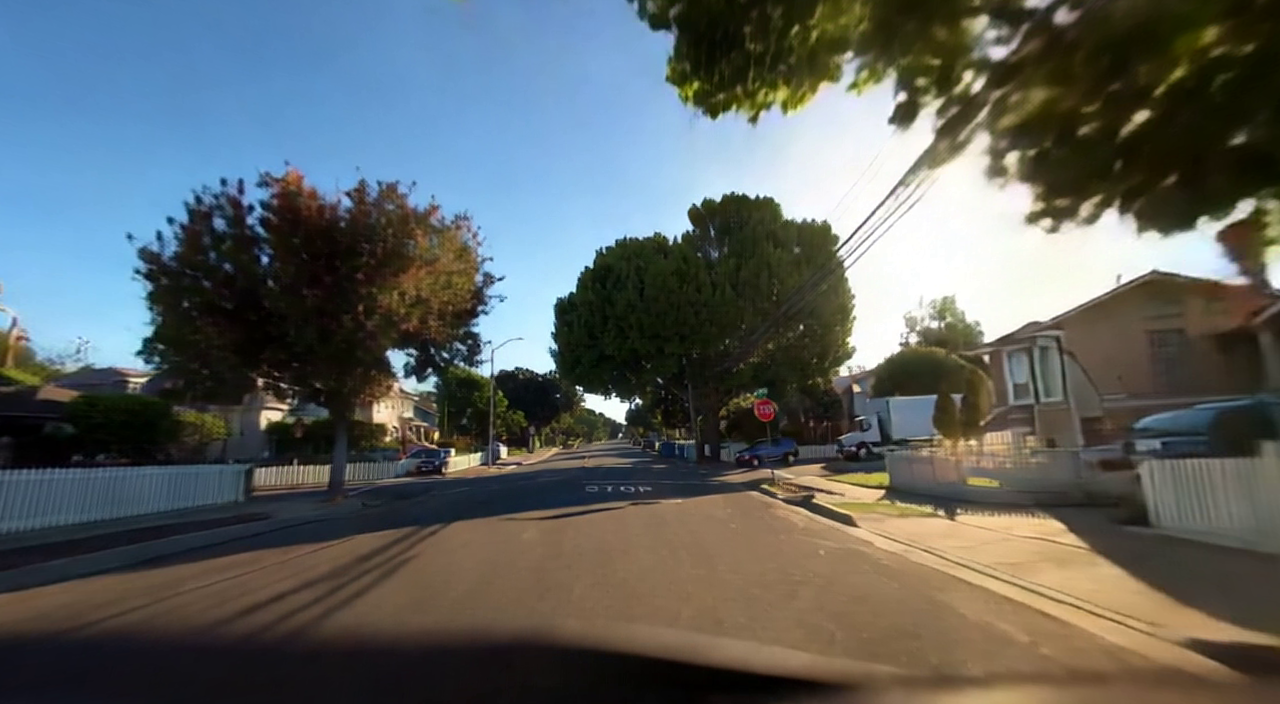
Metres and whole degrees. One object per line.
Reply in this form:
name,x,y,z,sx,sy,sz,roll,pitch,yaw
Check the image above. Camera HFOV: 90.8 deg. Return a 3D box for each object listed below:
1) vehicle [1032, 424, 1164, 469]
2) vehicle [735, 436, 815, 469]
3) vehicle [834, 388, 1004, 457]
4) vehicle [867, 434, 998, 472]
vehicle,19.231,3.981,26.668,3.982,1.661,2.106,2,-8,-4
vehicle,7.320,5.491,34.621,3.867,1.710,2.107,0,-8,-1
vehicle,15.012,3.885,34.495,7.759,3.523,2.930,-1,-9,0
vehicle,12.179,4.233,26.503,4.488,1.507,1.954,0,-8,-4
